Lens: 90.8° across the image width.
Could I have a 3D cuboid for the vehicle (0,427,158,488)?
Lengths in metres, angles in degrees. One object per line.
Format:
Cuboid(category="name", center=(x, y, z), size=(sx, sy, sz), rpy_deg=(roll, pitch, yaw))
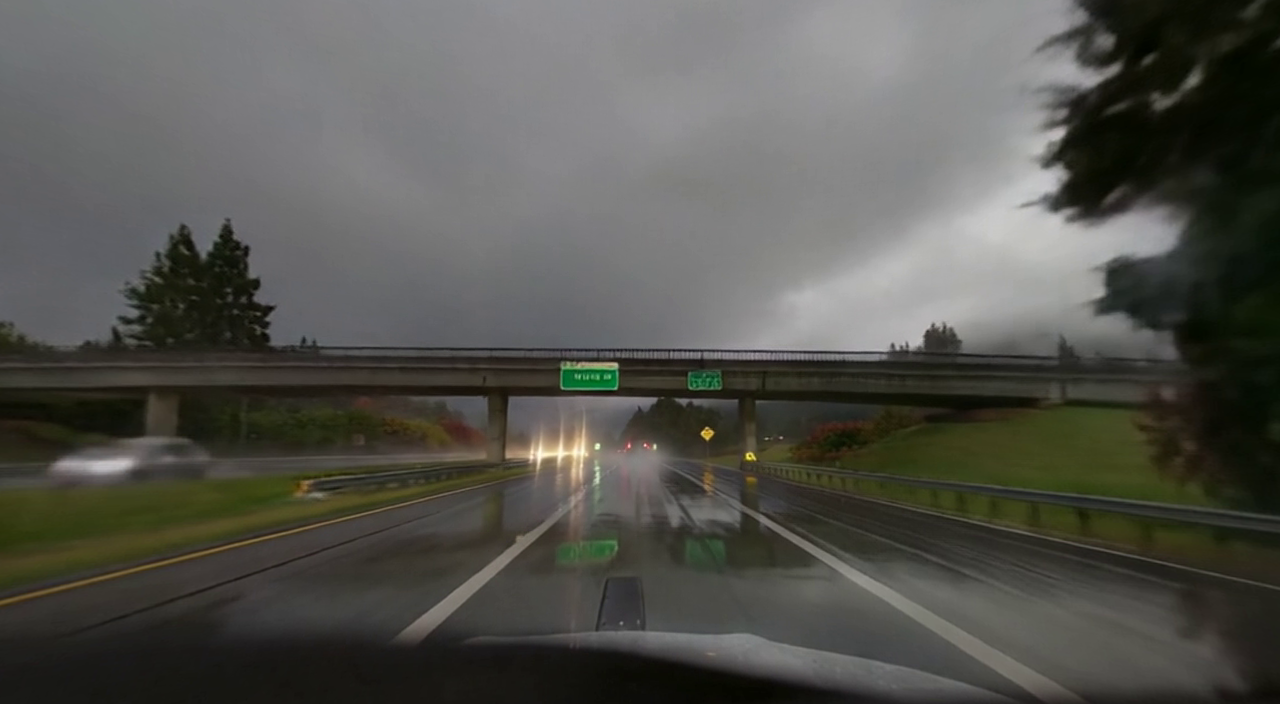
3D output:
Cuboid(category="vehicle", center=(-17.268, 3.209, 19.240), size=(1.955, 1.598, 4.057), rpy_deg=(-2, -9, -1))
